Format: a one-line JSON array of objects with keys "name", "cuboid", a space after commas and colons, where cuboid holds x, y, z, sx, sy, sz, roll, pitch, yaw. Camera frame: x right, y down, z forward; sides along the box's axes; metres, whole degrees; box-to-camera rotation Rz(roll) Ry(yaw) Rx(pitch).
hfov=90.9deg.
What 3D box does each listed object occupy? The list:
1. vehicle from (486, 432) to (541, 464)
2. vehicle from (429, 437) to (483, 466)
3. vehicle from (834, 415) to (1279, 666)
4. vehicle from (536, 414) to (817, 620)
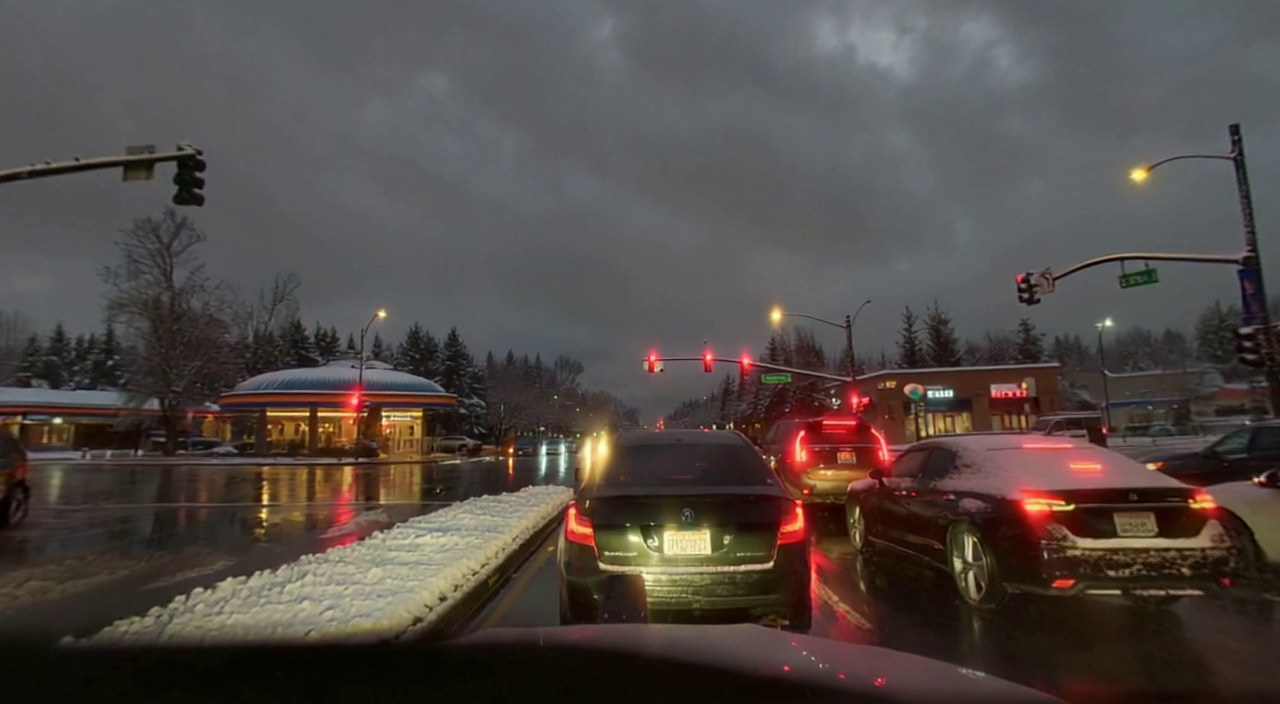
[{"name": "vehicle", "cuboid": [-8.809, 6.716, 44.600, 2.710, 2.022, 5.889, -2, -7, -1]}, {"name": "vehicle", "cuboid": [-12.112, 6.579, 41.834, 2.122, 1.829, 4.559, 0, -8, 0]}, {"name": "vehicle", "cuboid": [3.517, 1.452, 6.056, 1.883, 1.480, 4.489, 0, -8, 0]}, {"name": "vehicle", "cuboid": [0.215, 1.498, 6.670, 2.073, 1.496, 3.892, 0, -8, -2]}]
